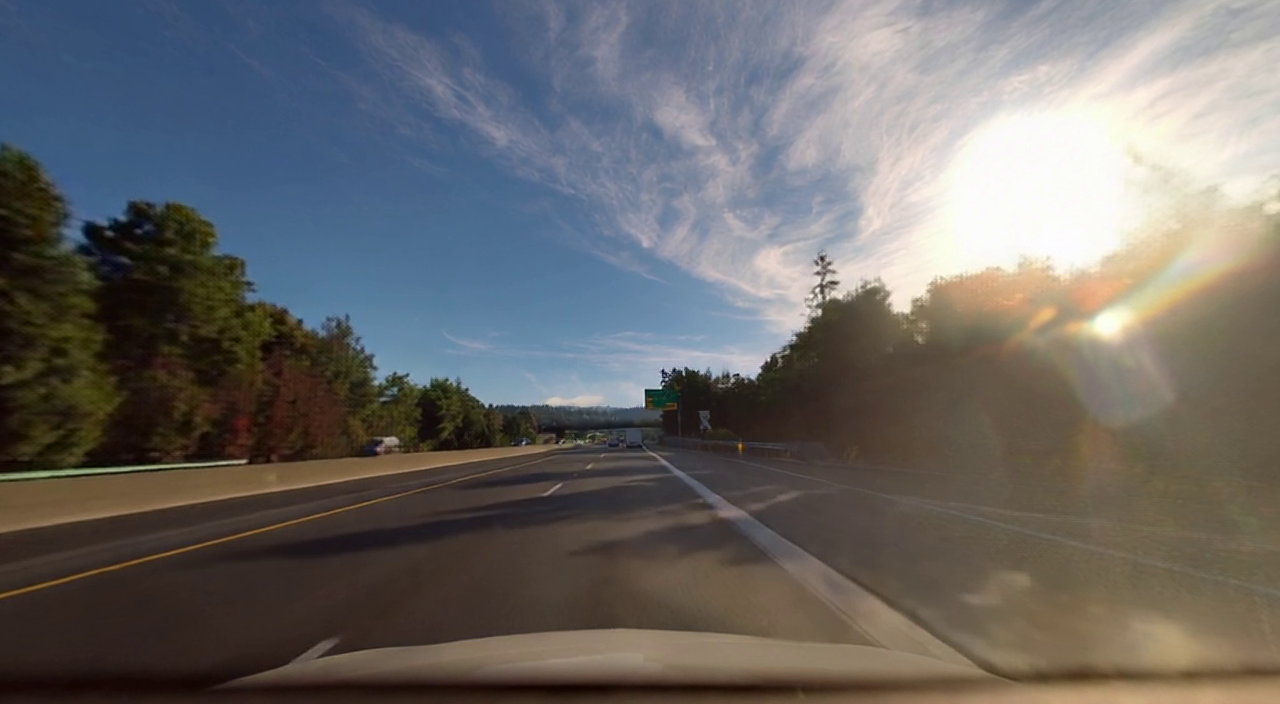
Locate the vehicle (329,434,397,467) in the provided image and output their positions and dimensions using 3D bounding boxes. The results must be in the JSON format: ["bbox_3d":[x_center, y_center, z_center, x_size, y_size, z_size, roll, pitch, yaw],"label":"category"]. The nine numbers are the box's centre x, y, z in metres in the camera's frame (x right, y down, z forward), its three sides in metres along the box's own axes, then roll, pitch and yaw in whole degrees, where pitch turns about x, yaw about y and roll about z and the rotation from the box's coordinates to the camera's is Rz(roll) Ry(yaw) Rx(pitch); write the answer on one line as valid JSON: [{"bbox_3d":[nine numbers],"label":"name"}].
[{"bbox_3d":[-17.267,6.123,39.565,2.124,1.891,4.742,0,-8,0],"label":"vehicle"}]
